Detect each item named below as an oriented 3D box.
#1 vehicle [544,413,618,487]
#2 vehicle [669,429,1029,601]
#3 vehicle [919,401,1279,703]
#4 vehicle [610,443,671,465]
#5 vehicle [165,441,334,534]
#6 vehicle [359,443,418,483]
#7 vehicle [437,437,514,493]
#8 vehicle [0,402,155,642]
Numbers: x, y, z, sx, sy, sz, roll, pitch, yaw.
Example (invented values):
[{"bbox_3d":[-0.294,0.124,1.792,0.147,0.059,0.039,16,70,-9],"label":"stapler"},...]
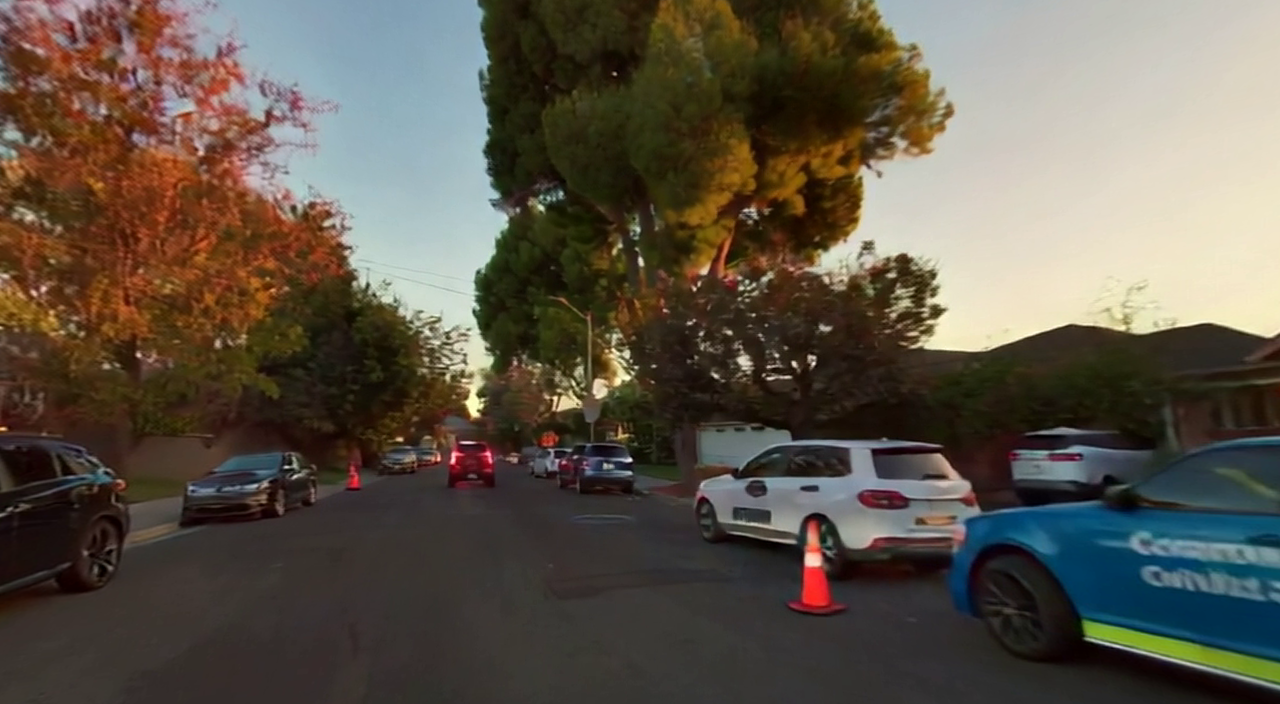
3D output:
[{"bbox_3d":[-2.764,4.362,28.180,2.268,2.900,5.980,2,-9,-15],"label":"vehicle"},{"bbox_3d":[2.142,1.858,8.391,1.996,1.497,5.022,1,-9,-16],"label":"vehicle"},{"bbox_3d":[3.739,0.947,2.424,2.400,1.515,4.710,2,-9,-15],"label":"vehicle"},{"bbox_3d":[0.012,7.854,48.773,4.486,1.629,1.792,2,-9,-12],"label":"vehicle"},{"bbox_3d":[-8.470,2.886,14.243,1.877,1.608,4.529,2,-7,-14],"label":"vehicle"},{"bbox_3d":[-12.931,5.684,32.792,2.241,1.822,4.728,0,-8,-15],"label":"vehicle"},{"bbox_3d":[-5.812,3.915,22.329,2.350,1.748,4.094,2,-9,-15],"label":"vehicle"},{"bbox_3d":[-5.733,1.220,4.310,2.154,1.764,4.797,2,-8,-16],"label":"vehicle"}]
